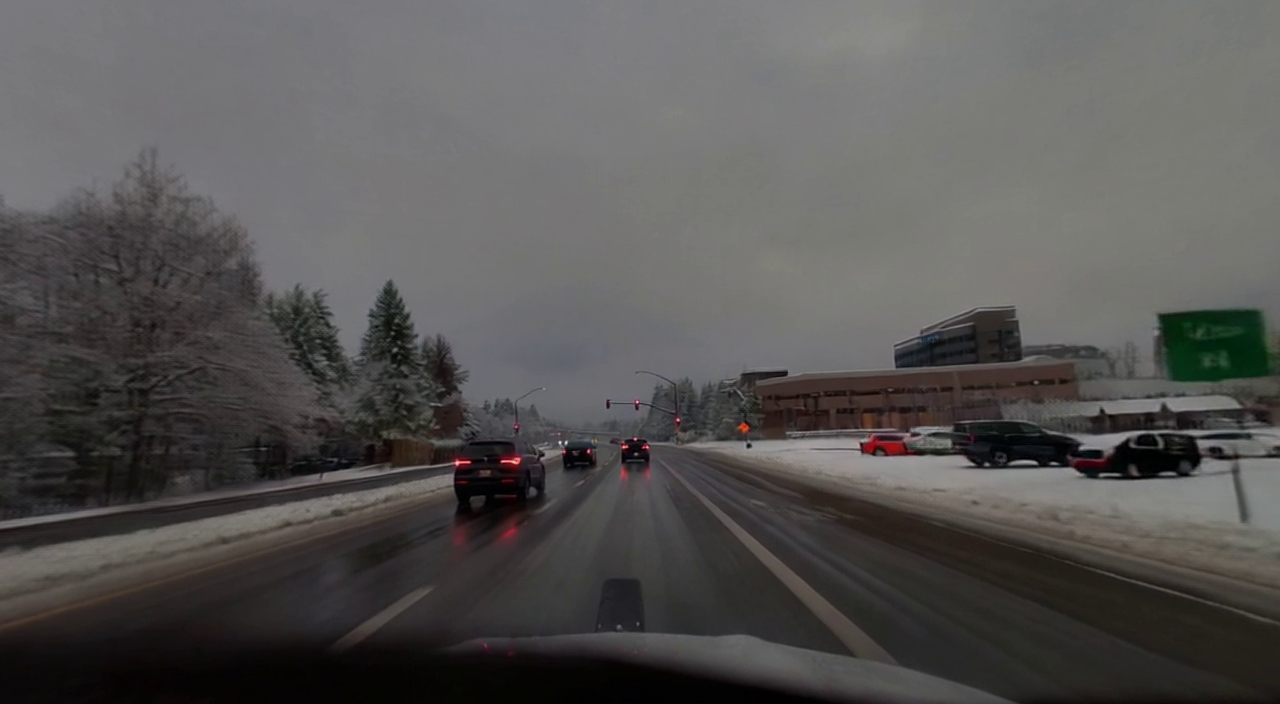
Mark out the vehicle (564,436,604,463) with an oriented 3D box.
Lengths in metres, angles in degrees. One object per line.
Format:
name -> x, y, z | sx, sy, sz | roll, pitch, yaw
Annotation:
vehicle -> -3.702, 6.562, 42.560 | 2.144, 1.732, 4.279 | 0, -8, 2

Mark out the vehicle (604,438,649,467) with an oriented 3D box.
vehicle -> -0.681, 5.407, 34.128 | 2.231, 1.481, 4.489 | 0, -8, 0

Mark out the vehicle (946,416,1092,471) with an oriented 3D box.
vehicle -> 14.973, 3.613, 24.949 | 5.394, 1.994, 2.228 | 4, -10, -26

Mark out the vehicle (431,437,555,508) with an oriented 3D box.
vehicle -> -3.416, 2.889, 15.703 | 1.920, 1.480, 4.549 | 0, -8, 1

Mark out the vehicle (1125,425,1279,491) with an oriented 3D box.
vehicle -> 14.906, 2.675, 16.194 | 4.505, 1.472, 2.020 | 4, -10, -26
